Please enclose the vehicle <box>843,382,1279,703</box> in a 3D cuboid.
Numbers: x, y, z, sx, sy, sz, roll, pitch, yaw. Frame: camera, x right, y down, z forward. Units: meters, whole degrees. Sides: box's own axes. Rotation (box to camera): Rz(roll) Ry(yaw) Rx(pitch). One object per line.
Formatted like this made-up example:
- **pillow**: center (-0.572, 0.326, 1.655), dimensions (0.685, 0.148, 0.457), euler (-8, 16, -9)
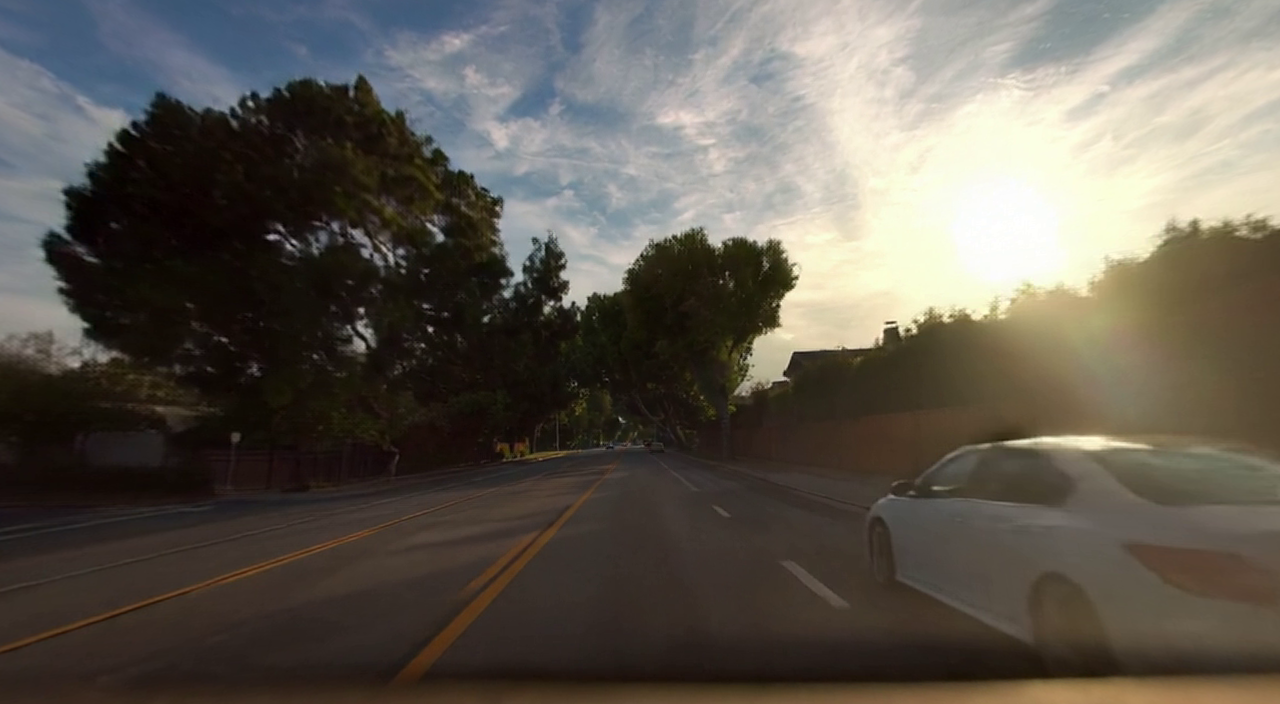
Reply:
- **vehicle**: center (2.897, 1.096, 3.635), dimensions (1.991, 1.476, 4.153), euler (0, -8, -1)
